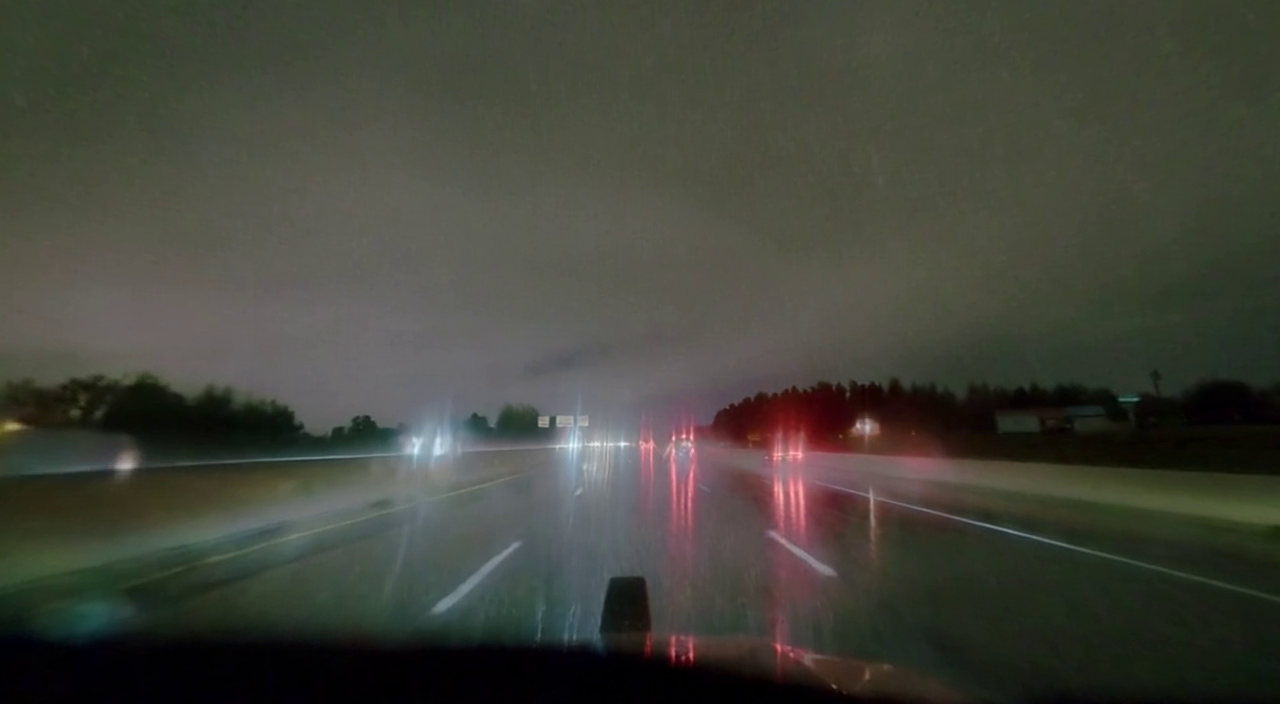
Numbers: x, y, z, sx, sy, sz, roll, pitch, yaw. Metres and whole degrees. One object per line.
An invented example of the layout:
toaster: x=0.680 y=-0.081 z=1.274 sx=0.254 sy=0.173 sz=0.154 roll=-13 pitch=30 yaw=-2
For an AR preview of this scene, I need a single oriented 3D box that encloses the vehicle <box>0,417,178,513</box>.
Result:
vehicle: x=-18.968 y=3.703 z=21.190 sx=2.424 sy=2.756 sz=5.523 roll=0 pitch=-8 yaw=1
